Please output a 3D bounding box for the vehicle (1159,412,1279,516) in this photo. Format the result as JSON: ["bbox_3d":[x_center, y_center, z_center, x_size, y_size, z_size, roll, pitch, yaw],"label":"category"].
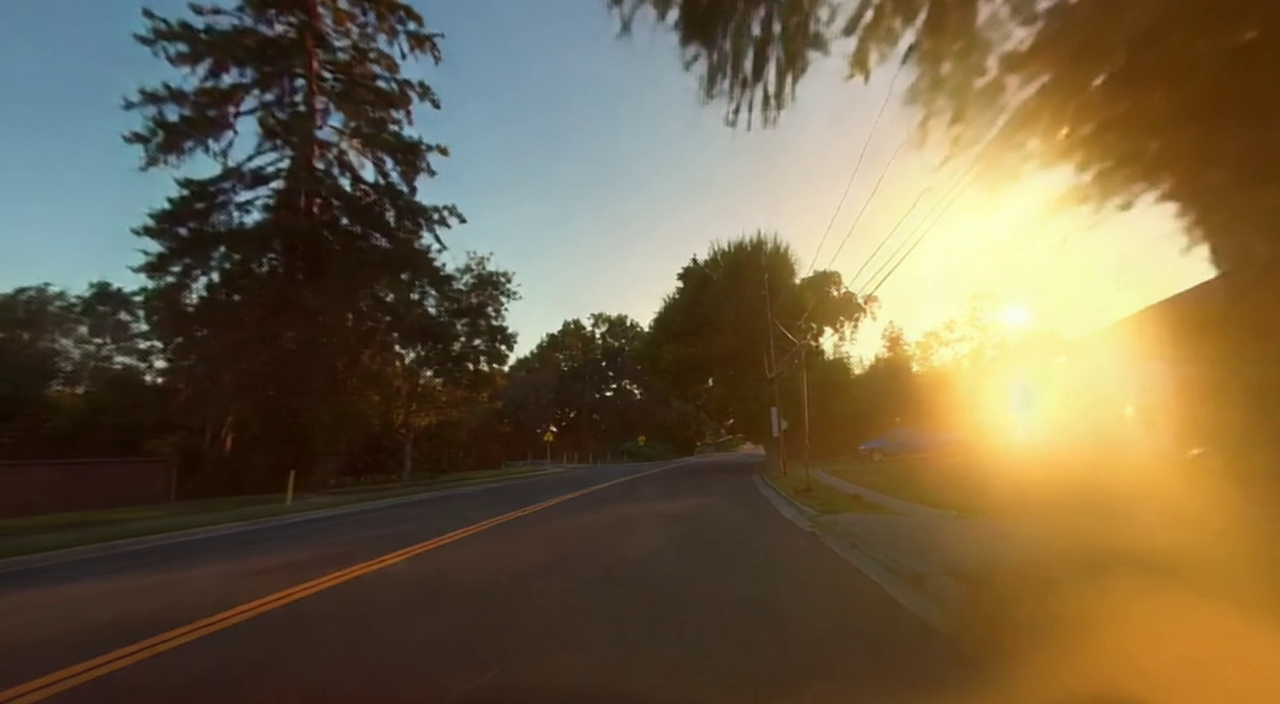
[{"bbox_3d":[11.335,1.540,9.642,4.644,1.441,2.074,-6,-10,11],"label":"vehicle"}]

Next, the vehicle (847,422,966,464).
[{"bbox_3d":[14.767,5.135,35.320,5.704,1.788,2.095,-7,-11,14],"label":"vehicle"}]
